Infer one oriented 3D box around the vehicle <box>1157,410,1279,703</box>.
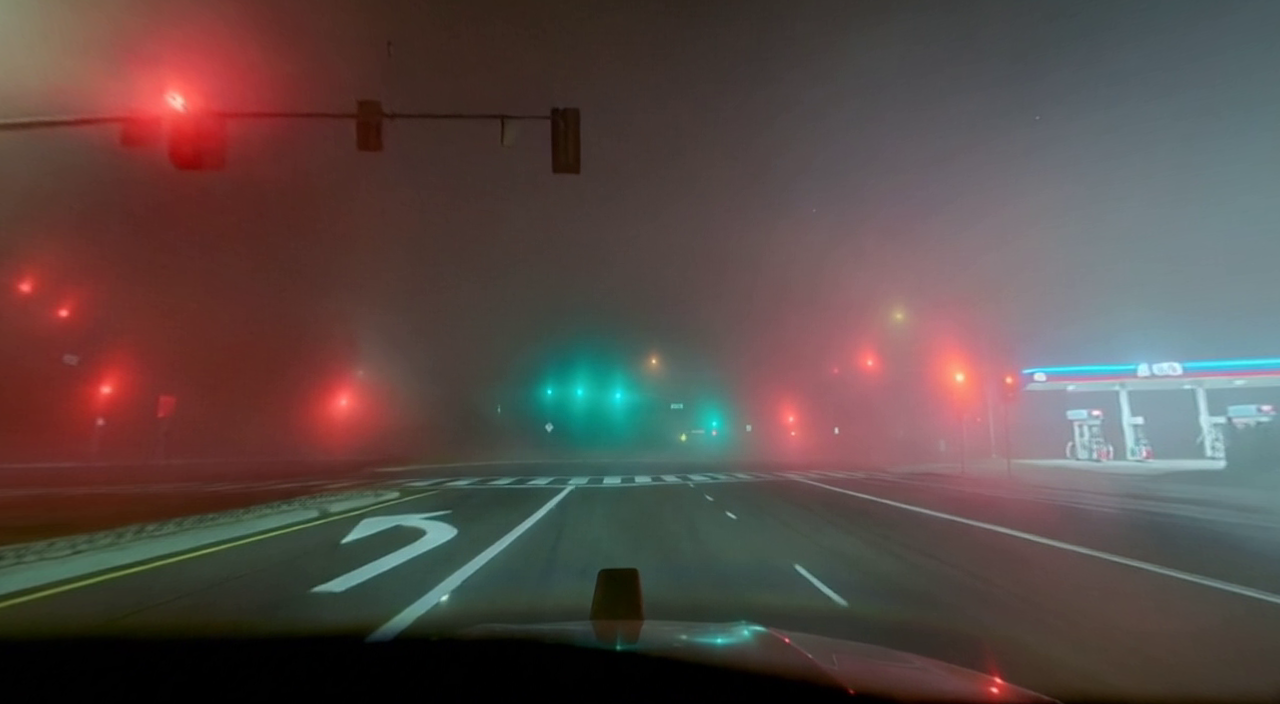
[{"bbox_3d":[3.180,0.652,0.330,2.023,1.437,4.477,0,-9,0],"label":"vehicle"}]
